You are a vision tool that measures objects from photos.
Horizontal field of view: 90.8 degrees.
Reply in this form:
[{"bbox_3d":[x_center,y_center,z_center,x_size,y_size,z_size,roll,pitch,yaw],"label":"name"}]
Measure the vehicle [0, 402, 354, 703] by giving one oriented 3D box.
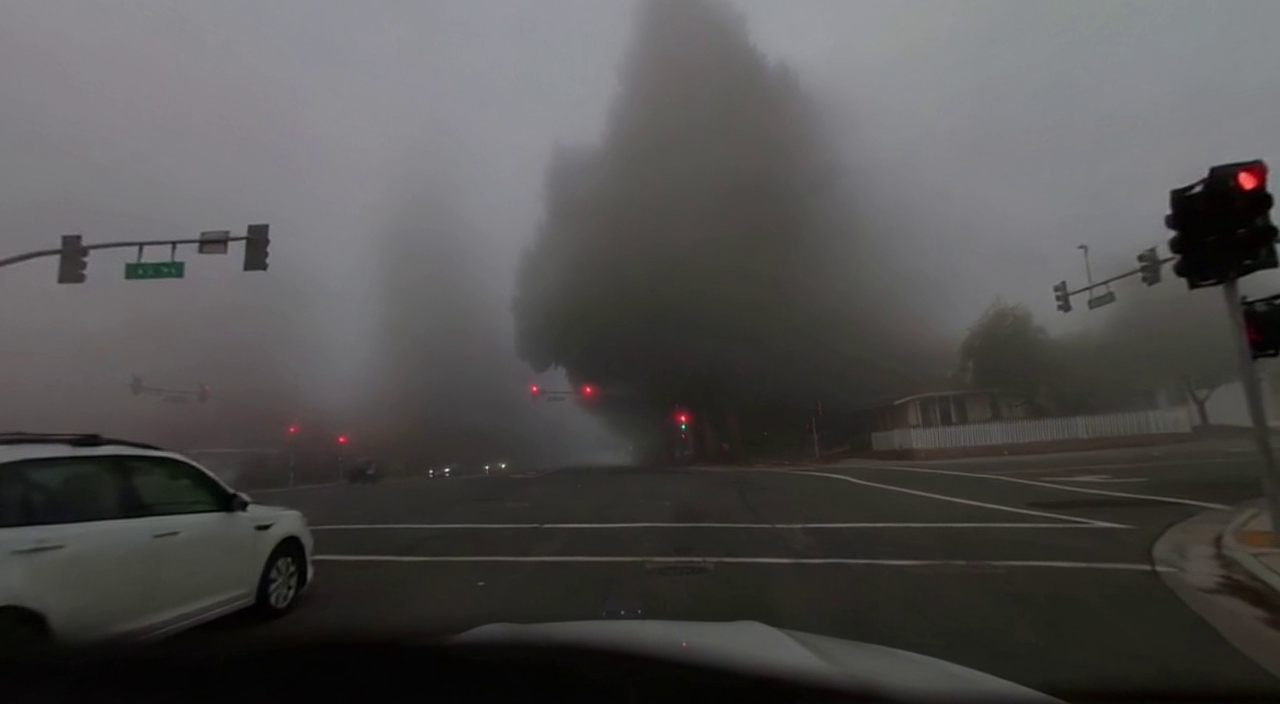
[{"bbox_3d":[-3.681,1.202,4.121,1.777,1.537,3.831,0,-9,0],"label":"vehicle"}]
